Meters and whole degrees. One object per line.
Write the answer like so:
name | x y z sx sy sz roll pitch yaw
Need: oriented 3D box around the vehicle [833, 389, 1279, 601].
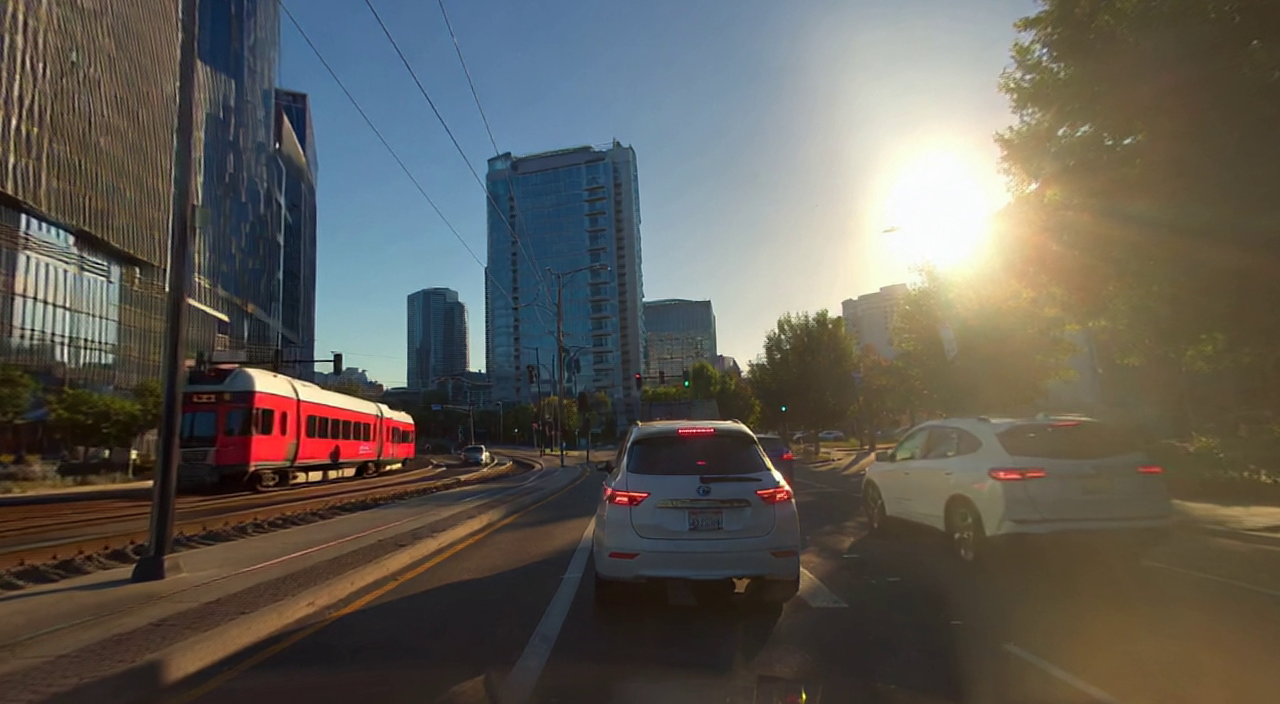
vehicle | 4.323 1.570 7.847 2.165 1.760 5.064 0 -9 -1

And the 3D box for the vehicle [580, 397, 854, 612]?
vehicle | 0.509 1.515 7.130 2.190 1.684 4.084 0 -9 -3
